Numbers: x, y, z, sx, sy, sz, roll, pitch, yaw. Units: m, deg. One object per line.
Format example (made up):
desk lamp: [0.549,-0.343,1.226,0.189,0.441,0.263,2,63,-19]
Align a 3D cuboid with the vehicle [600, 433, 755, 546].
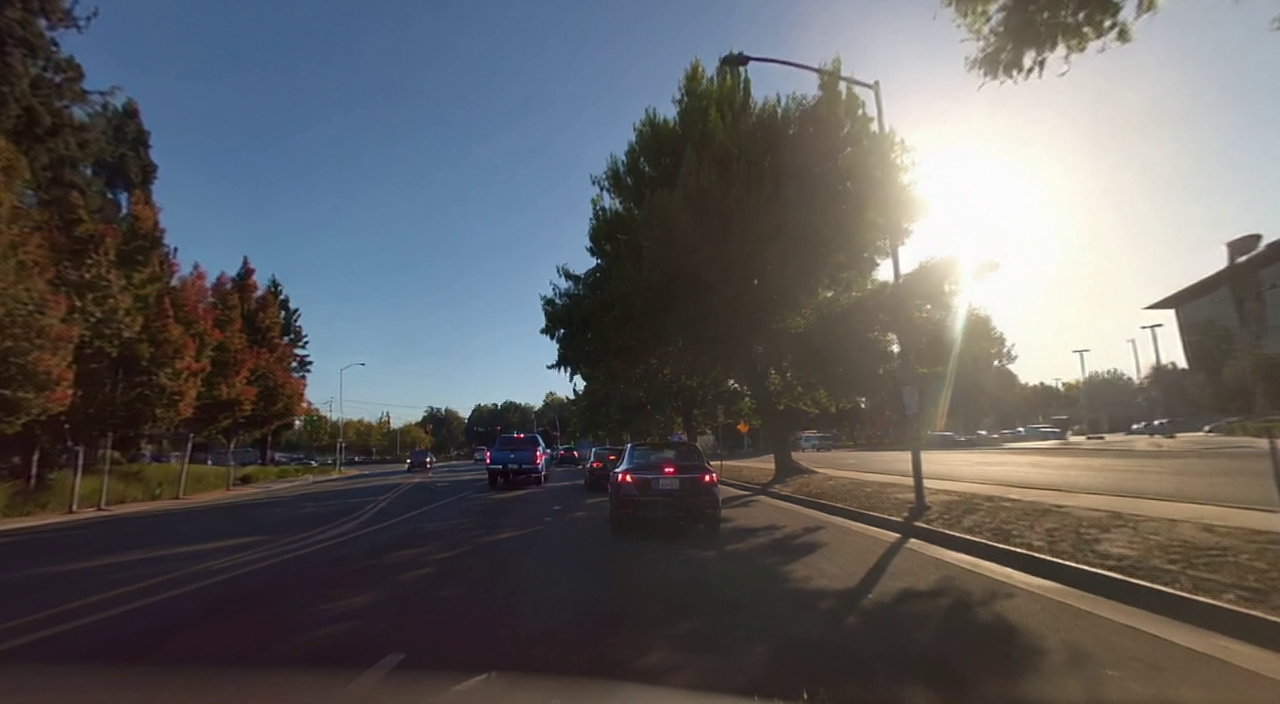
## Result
vehicle: [0.394,2.211,10.818,2.142,1.528,4.133,0,-9,-4]

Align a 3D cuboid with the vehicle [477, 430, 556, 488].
vehicle: [-4.697,4.190,24.926,2.512,1.992,5.725,1,-9,-6]
